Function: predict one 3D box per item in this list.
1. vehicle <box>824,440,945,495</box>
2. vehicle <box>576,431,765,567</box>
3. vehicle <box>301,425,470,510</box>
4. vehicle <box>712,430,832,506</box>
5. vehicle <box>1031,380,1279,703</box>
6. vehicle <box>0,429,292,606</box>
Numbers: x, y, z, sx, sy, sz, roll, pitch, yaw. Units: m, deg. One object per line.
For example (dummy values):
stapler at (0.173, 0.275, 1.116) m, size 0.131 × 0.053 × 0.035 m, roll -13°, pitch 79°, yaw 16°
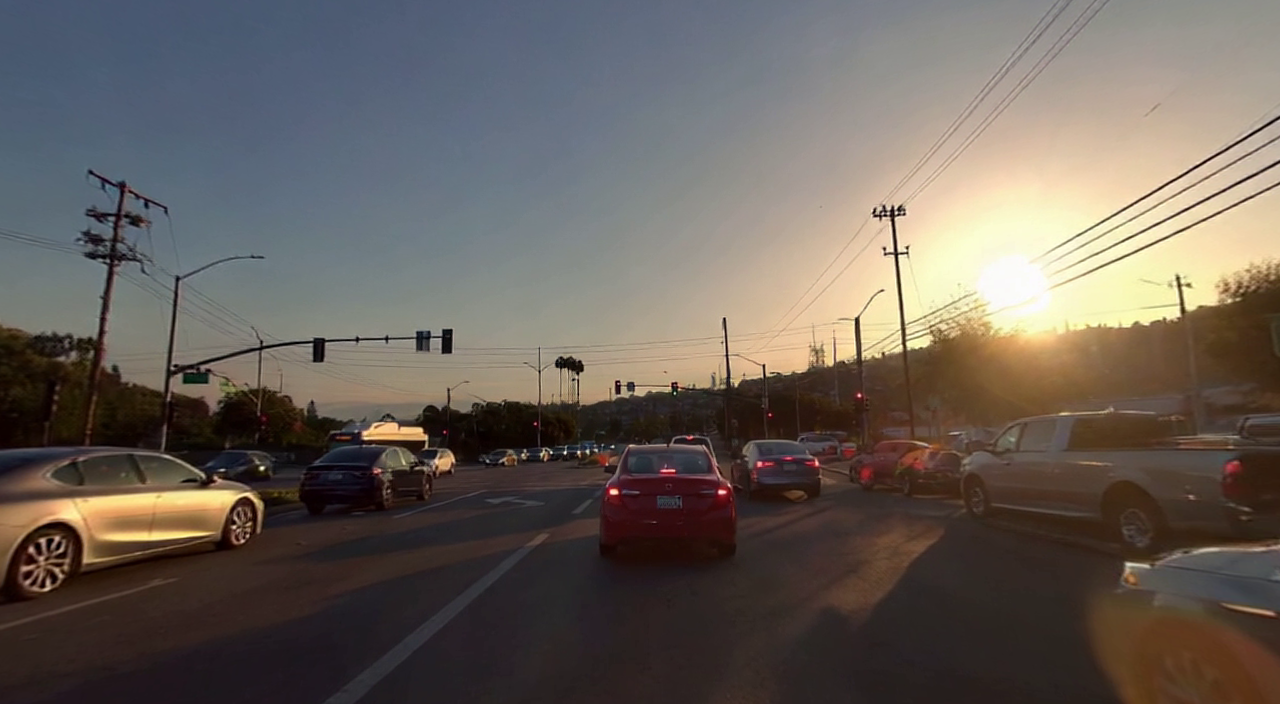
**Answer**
vehicle at (7.266, 3.444, 19.305) m, size 1.867 × 1.459 × 4.436 m, roll 0°, pitch -8°, yaw -1°
vehicle at (0.323, 1.926, 9.072) m, size 2.109 × 1.483 × 3.964 m, roll 0°, pitch -8°, yaw 0°
vehicle at (-6.245, 2.883, 16.355) m, size 2.070 × 1.824 × 5.196 m, roll -1°, pitch -8°, yaw 2°
vehicle at (3.236, 2.935, 16.433) m, size 2.042 × 1.676 × 4.364 m, roll 0°, pitch -8°, yaw -2°
vehicle at (3.084, 0.746, 1.343) m, size 1.870 × 1.523 × 4.096 m, roll 0°, pitch -8°, yaw 0°
vehicle at (-6.406, 1.710, 7.374) m, size 1.955 × 1.497 × 4.639 m, roll -1°, pitch -8°, yaw 1°
